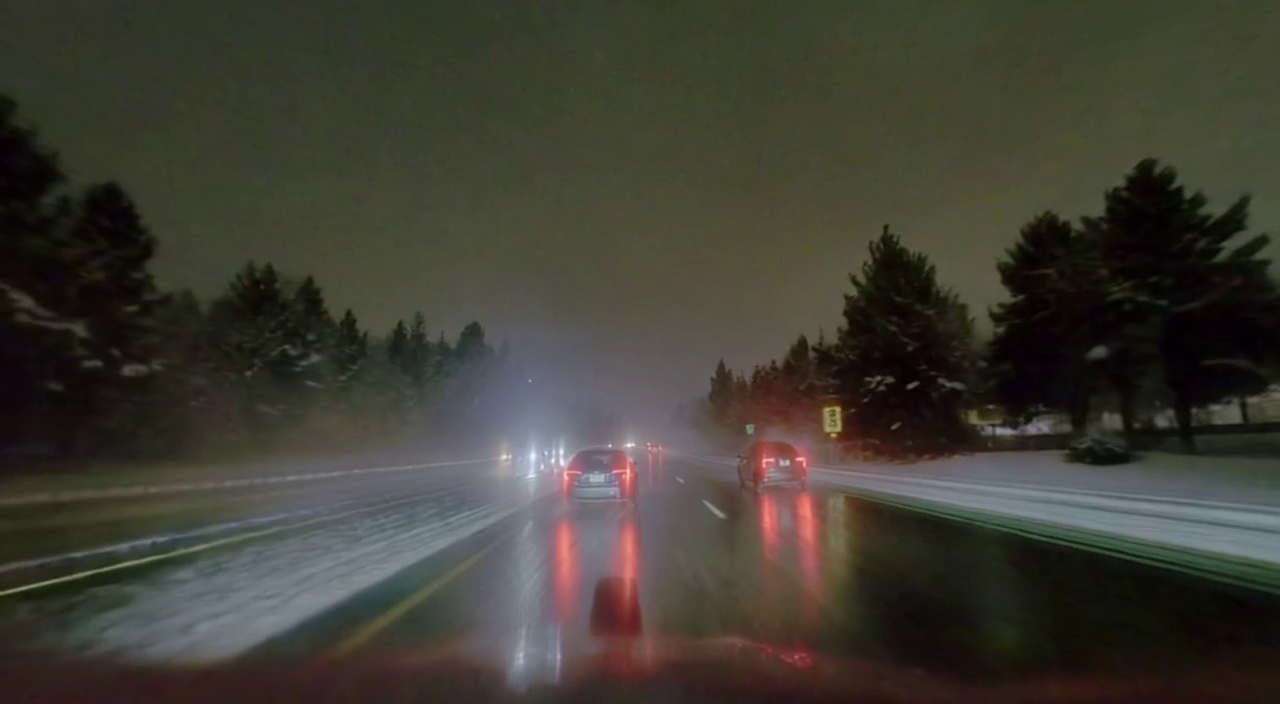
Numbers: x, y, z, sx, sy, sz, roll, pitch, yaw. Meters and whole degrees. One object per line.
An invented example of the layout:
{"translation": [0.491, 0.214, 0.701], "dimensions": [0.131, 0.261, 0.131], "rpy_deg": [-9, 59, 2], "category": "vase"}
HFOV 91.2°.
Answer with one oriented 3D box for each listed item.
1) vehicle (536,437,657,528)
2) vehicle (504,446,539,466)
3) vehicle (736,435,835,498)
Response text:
{"translation": [-0.708, 2.497, 12.522], "dimensions": [2.013, 1.479, 4.169], "rpy_deg": [0, -9, 0], "category": "vehicle"}
{"translation": [-9.205, 8.135, 48.954], "dimensions": [1.840, 1.474, 4.203], "rpy_deg": [0, -9, 0], "category": "vehicle"}
{"translation": [3.962, 3.190, 17.737], "dimensions": [1.910, 1.554, 3.718], "rpy_deg": [0, -9, 0], "category": "vehicle"}
